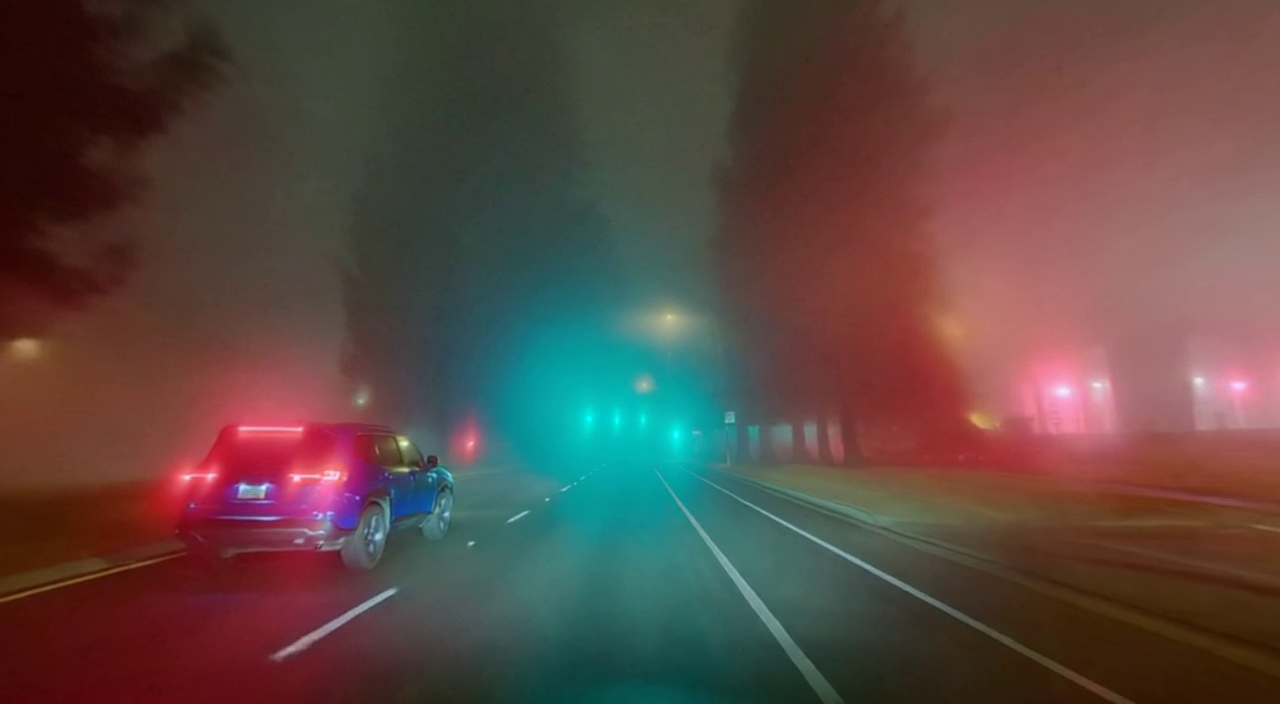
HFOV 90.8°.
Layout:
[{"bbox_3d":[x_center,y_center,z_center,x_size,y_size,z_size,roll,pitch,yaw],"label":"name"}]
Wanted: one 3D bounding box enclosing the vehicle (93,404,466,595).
[{"bbox_3d":[-3.885,1.677,8.001,2.121,1.724,4.392,0,-9,0],"label":"vehicle"}]
